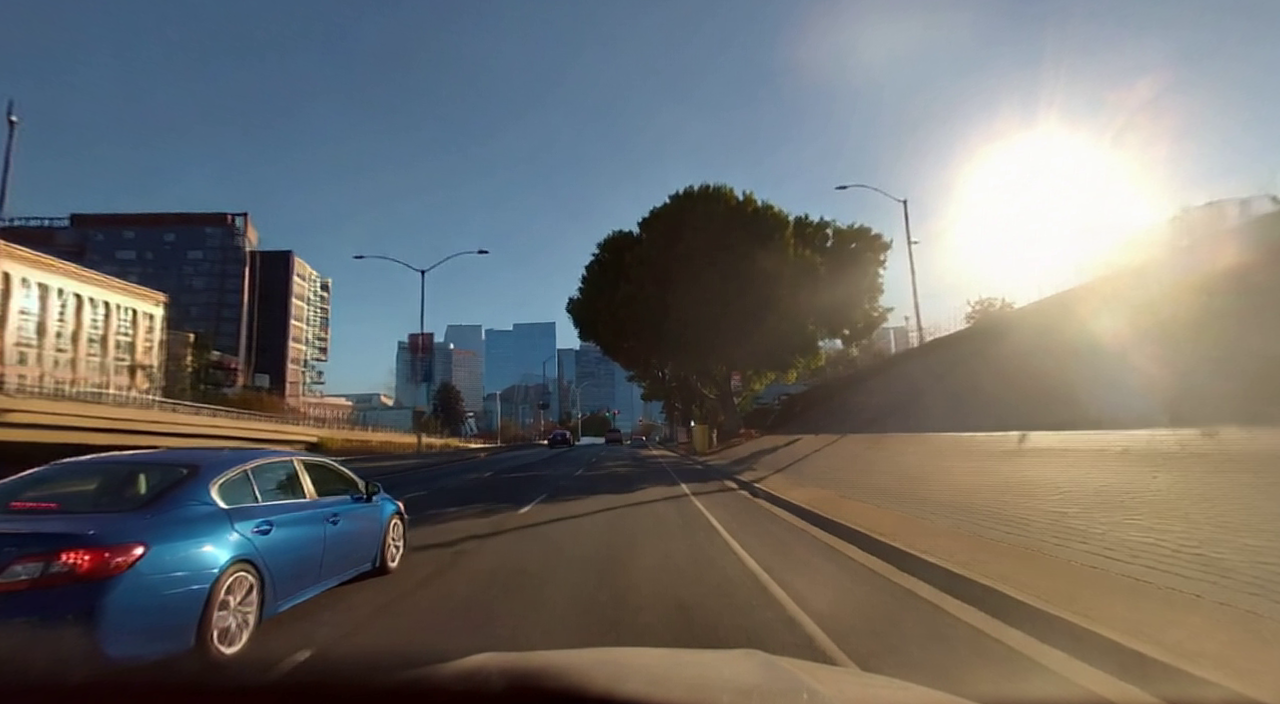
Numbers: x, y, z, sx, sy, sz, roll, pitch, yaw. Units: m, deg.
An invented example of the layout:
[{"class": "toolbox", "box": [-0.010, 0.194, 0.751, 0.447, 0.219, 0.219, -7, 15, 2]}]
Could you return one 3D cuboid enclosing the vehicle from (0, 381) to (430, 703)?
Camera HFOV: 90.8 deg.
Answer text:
[{"class": "vehicle", "box": [-3.071, 1.118, 3.877, 2.041, 1.470, 4.290, 0, -9, 1]}]
